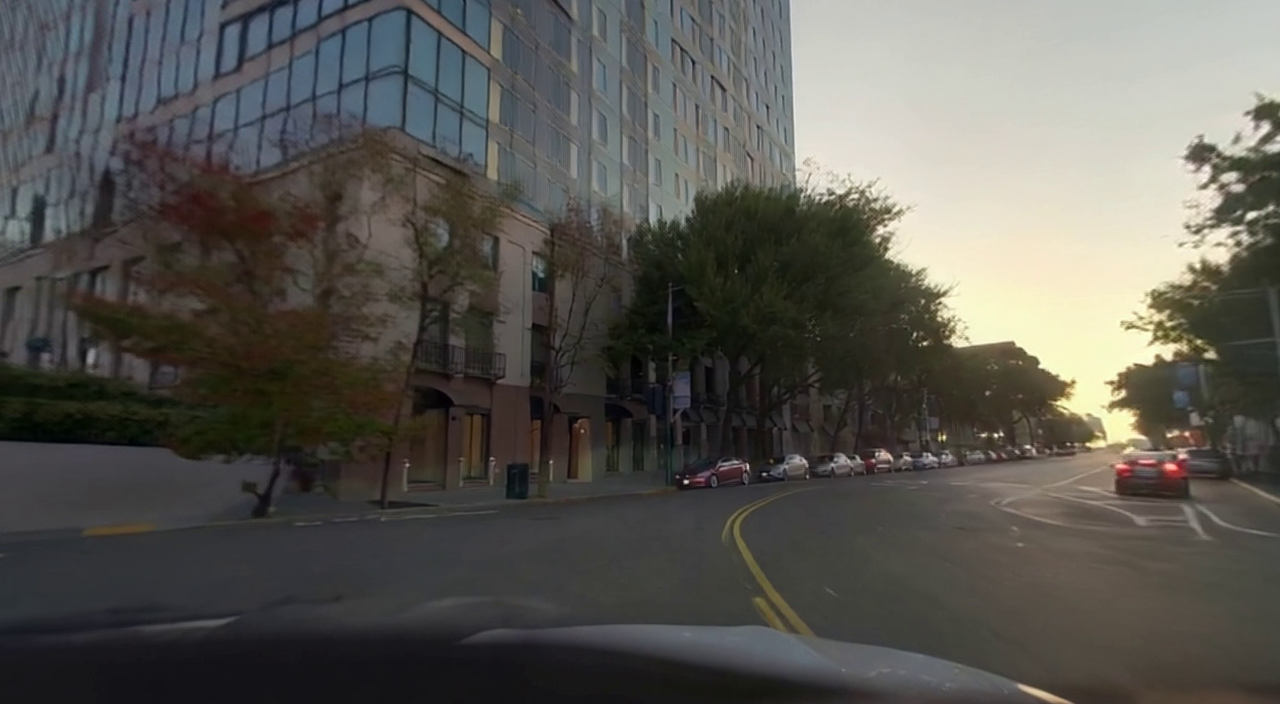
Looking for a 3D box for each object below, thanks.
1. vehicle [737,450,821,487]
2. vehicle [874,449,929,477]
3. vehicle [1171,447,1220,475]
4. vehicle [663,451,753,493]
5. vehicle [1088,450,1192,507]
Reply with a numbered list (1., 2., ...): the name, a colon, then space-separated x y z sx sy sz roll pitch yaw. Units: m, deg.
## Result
1. vehicle: 7.140 5.839 31.983 2.179 1.658 4.765 -7 -11 39
2. vehicle: 15.456 6.500 37.135 1.852 1.465 4.092 -7 -11 38
3. vehicle: 37.996 7.425 43.219 2.189 1.753 4.376 -7 -11 38
4. vehicle: 3.050 5.183 27.653 1.922 1.628 4.291 -7 -11 38
5. vehicle: 15.266 3.808 19.500 2.148 1.488 4.508 -6 -10 35
